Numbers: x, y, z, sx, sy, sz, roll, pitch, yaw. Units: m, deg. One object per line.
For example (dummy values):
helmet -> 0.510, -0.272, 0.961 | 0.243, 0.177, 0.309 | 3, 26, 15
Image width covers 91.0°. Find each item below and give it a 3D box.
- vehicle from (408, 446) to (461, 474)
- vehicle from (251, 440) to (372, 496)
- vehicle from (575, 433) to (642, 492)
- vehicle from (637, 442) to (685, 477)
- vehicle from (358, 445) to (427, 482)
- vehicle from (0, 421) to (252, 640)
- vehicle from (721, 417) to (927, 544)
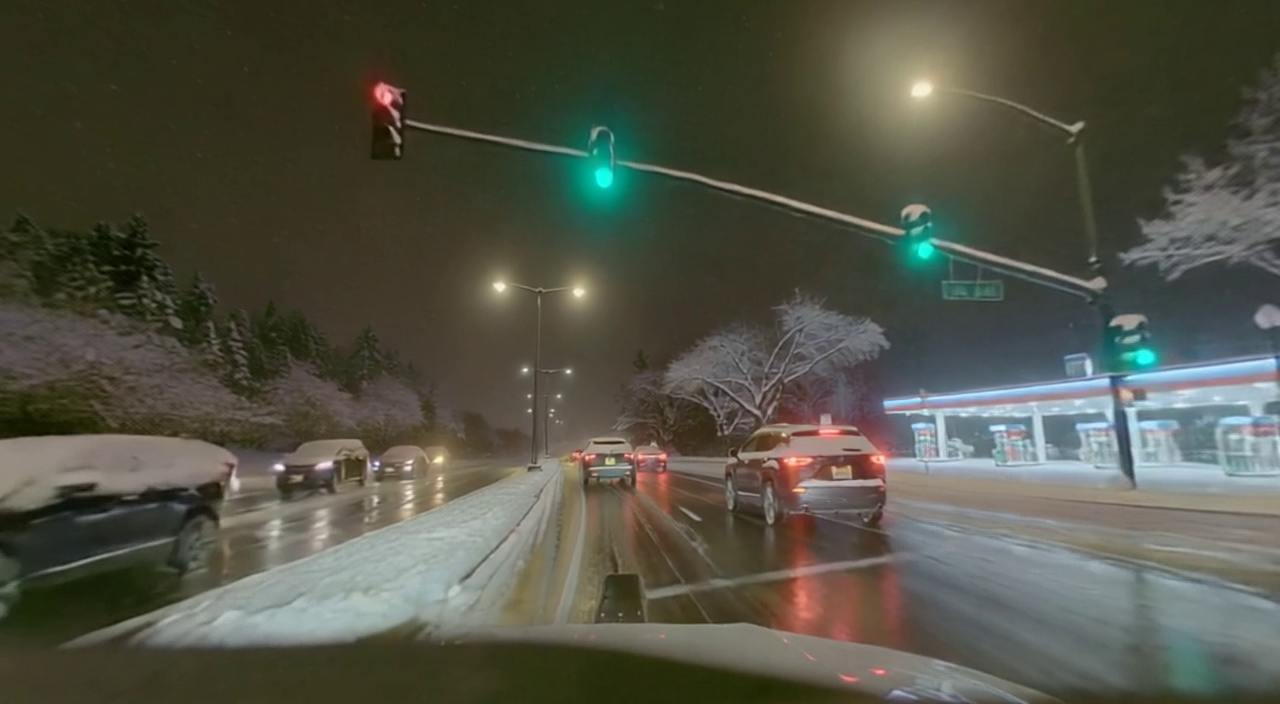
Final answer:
vehicle -> -11.437, 6.006, 35.315 | 1.872, 1.439, 4.507 | 1, -8, -5
vehicle -> -10.277, 3.616, 20.077 | 1.943, 1.575, 3.927 | 0, -8, -4
vehicle -> -1.182, 3.729, 21.630 | 2.051, 1.798, 4.168 | 1, -8, -6
vehicle -> 0.982, 5.310, 31.414 | 1.800, 1.592, 3.658 | 1, -8, -8
vehicle -> -10.322, 4.633, 26.490 | 1.665, 1.442, 3.720 | 1, -8, -5
vehicle -> -5.521, 1.385, 5.337 | 1.987, 1.505, 4.337 | 1, -8, -5
vehicle -> 2.834, 2.091, 10.901 | 2.000, 1.745, 4.206 | 1, -8, -5
